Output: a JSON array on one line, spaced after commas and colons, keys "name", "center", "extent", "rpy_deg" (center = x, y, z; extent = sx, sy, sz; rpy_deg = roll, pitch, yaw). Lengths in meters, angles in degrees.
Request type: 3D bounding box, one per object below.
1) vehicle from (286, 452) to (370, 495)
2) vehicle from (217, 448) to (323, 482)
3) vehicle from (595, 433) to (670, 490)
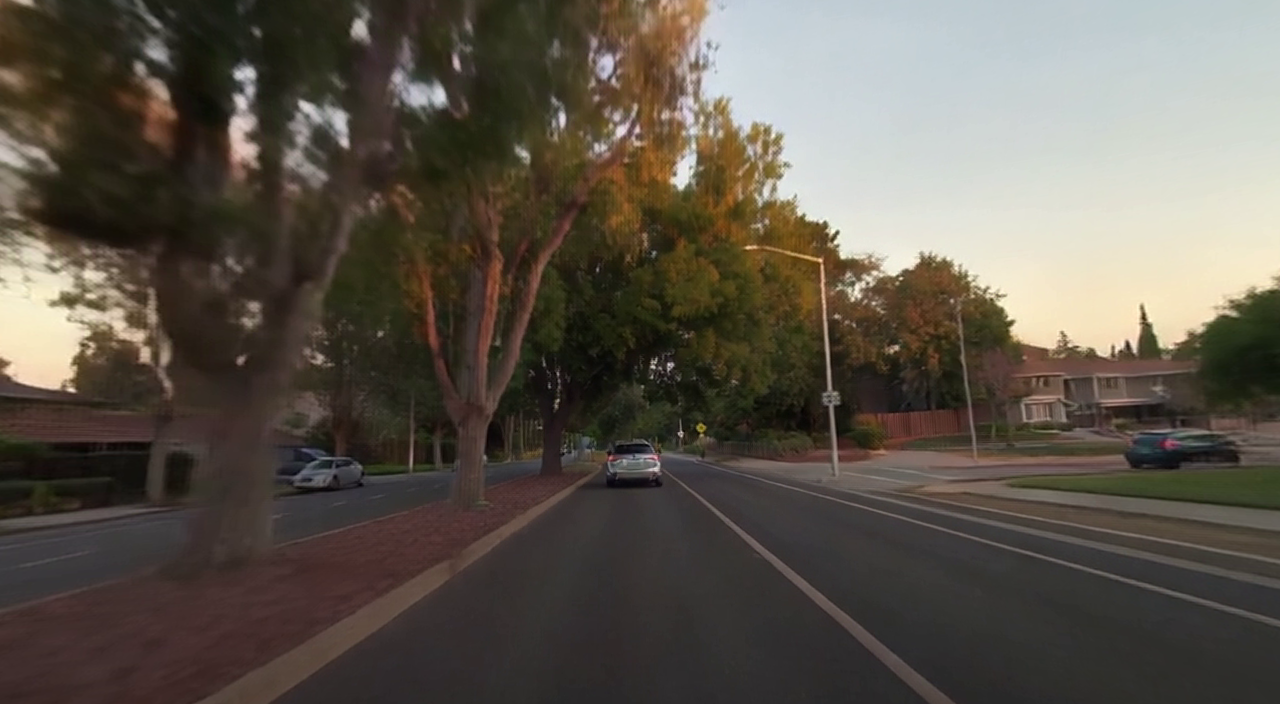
[{"name": "vehicle", "center": [-13.961, 5.420, 28.549], "extent": [1.900, 1.596, 4.142], "rpy_deg": [-4, -8, -3]}, {"name": "vehicle", "center": [-21.501, 6.544, 36.858], "extent": [4.807, 1.872, 2.041], "rpy_deg": [0, -9, -2]}, {"name": "vehicle", "center": [-0.243, 3.492, 20.508], "extent": [2.181, 1.639, 4.127], "rpy_deg": [0, -8, -1]}]
